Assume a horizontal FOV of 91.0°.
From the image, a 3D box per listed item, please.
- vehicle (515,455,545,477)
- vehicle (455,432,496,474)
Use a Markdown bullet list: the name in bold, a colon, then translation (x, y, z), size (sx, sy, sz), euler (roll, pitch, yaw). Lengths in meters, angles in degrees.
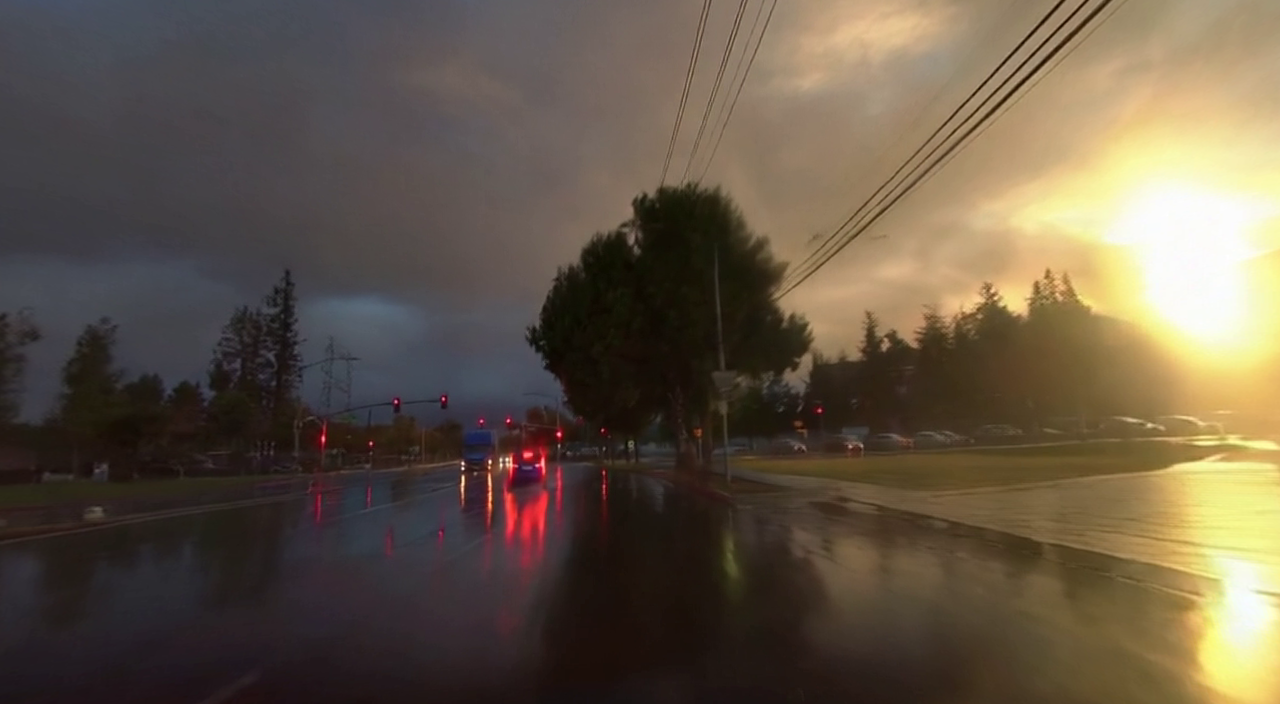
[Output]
- **vehicle**: translation (-8.106, 8.359, 46.402), size (2.019, 1.485, 4.565), euler (2, -9, -10)
- **vehicle**: translation (-12.334, 7.606, 47.661), size (2.461, 2.889, 6.776), euler (2, -9, -10)
